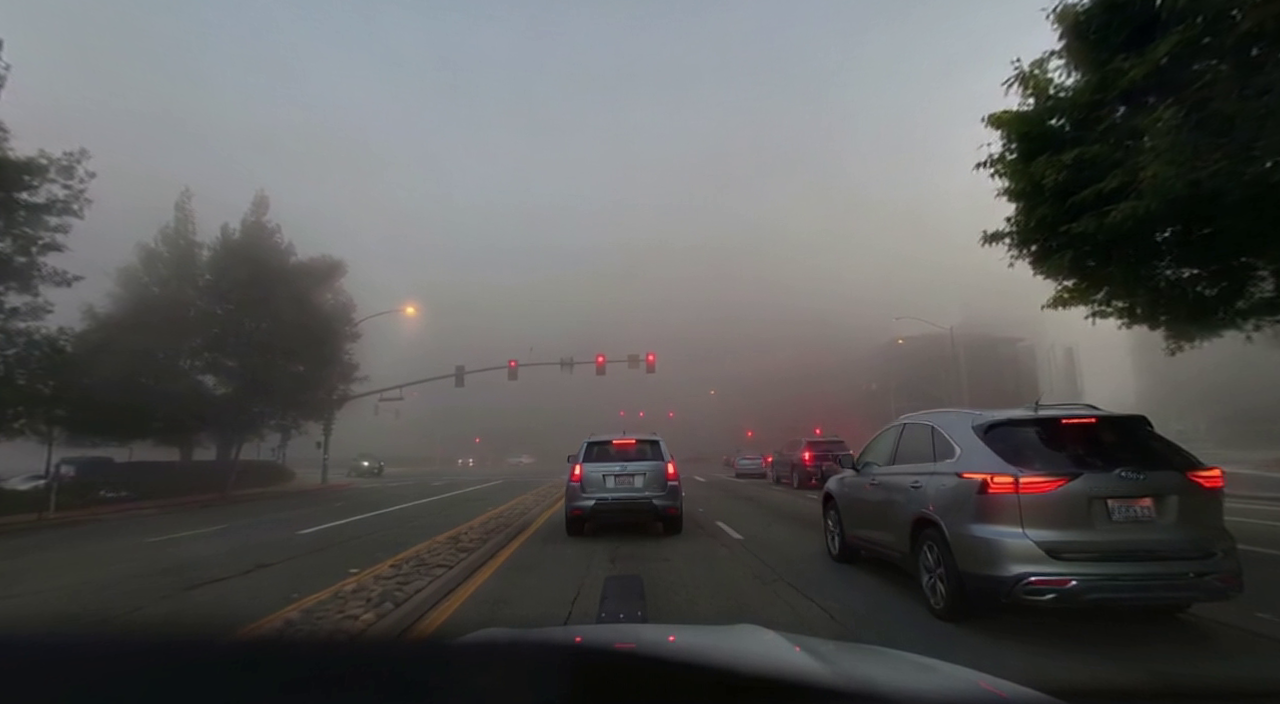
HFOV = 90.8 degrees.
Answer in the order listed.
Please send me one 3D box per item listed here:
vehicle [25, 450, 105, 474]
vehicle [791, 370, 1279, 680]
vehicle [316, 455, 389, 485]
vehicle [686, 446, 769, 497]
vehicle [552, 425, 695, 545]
[{"bbox_3d":[-40.512,7.734,44.607,1.742,1.526,4.004,-1,-8,3],"label":"vehicle"},{"bbox_3d":[3.139,1.328,5.970,2.228,1.798,4.370,0,-8,-2],"label":"vehicle"},{"bbox_3d":[-20.641,8.410,45.330,4.905,1.949,2.354,-5,-10,32],"label":"vehicle"},{"bbox_3d":[2.694,3.779,20.484,1.900,1.459,4.260,0,-8,-3],"label":"vehicle"},{"bbox_3d":[-0.284,2.216,11.192,2.039,1.698,4.144,0,-8,-2],"label":"vehicle"}]
